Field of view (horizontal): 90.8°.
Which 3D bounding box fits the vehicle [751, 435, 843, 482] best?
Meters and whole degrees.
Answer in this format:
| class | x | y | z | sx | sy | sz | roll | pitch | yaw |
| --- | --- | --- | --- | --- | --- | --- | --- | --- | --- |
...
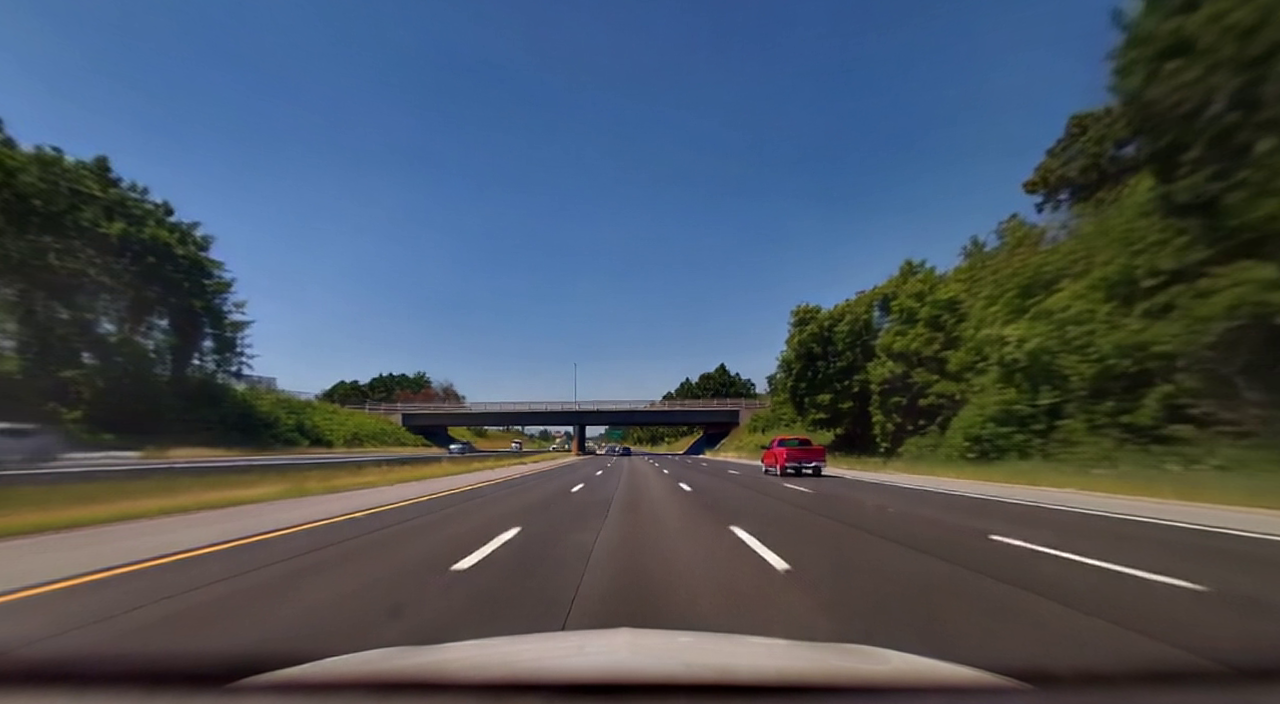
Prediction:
| class | x | y | z | sx | sy | sz | roll | pitch | yaw |
| --- | --- | --- | --- | --- | --- | --- | --- | --- | --- |
| vehicle | 6.747 | 4.688 | 28.015 | 2.395 | 1.819 | 6.086 | 0 | -9 | -1 |
